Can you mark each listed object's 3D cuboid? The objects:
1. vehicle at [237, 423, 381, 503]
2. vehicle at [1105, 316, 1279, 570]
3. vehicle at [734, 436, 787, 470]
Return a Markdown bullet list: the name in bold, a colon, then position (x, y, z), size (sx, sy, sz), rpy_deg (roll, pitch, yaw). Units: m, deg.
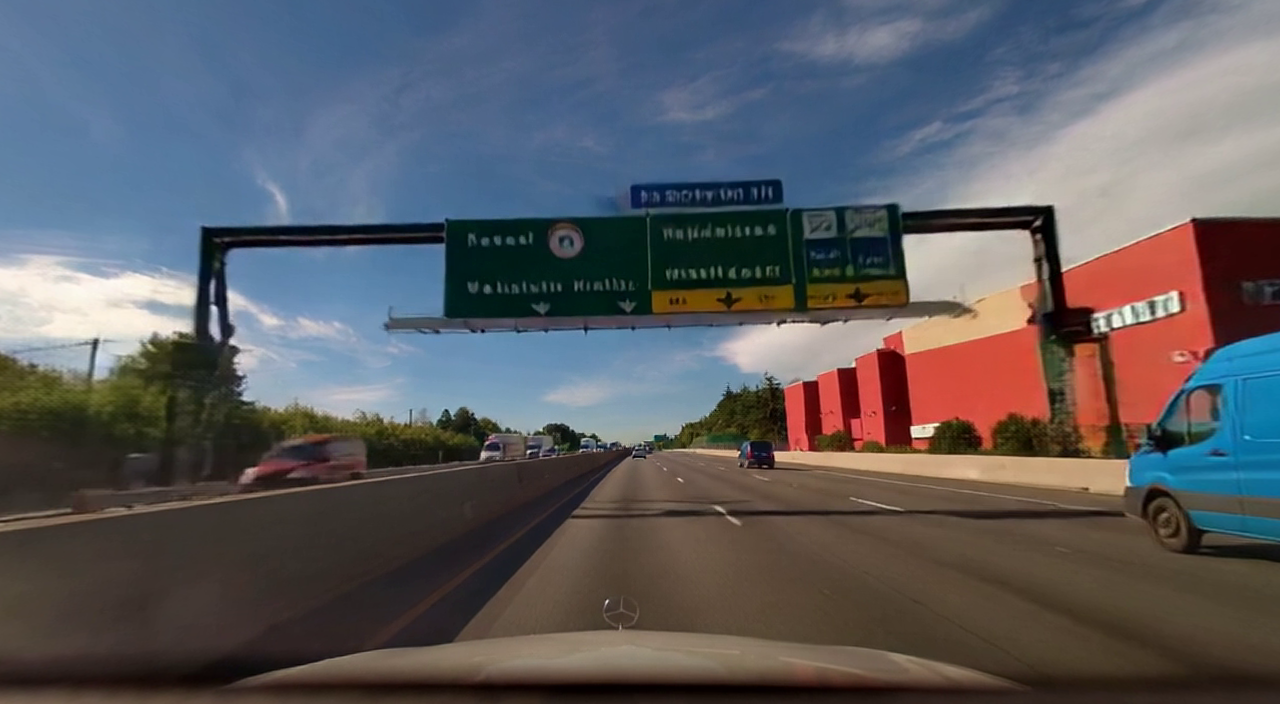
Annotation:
- **vehicle**: position (-12.217, 4.130, 23.849), size (2.195, 2.631, 5.906), rpy_deg (0, -9, 0)
- **vehicle**: position (7.861, 0.835, 5.847), size (2.283, 2.631, 6.053), rpy_deg (0, -9, -1)
- **vehicle**: position (7.288, 6.159, 38.492), size (2.156, 1.943, 5.010), rpy_deg (0, -9, -1)
